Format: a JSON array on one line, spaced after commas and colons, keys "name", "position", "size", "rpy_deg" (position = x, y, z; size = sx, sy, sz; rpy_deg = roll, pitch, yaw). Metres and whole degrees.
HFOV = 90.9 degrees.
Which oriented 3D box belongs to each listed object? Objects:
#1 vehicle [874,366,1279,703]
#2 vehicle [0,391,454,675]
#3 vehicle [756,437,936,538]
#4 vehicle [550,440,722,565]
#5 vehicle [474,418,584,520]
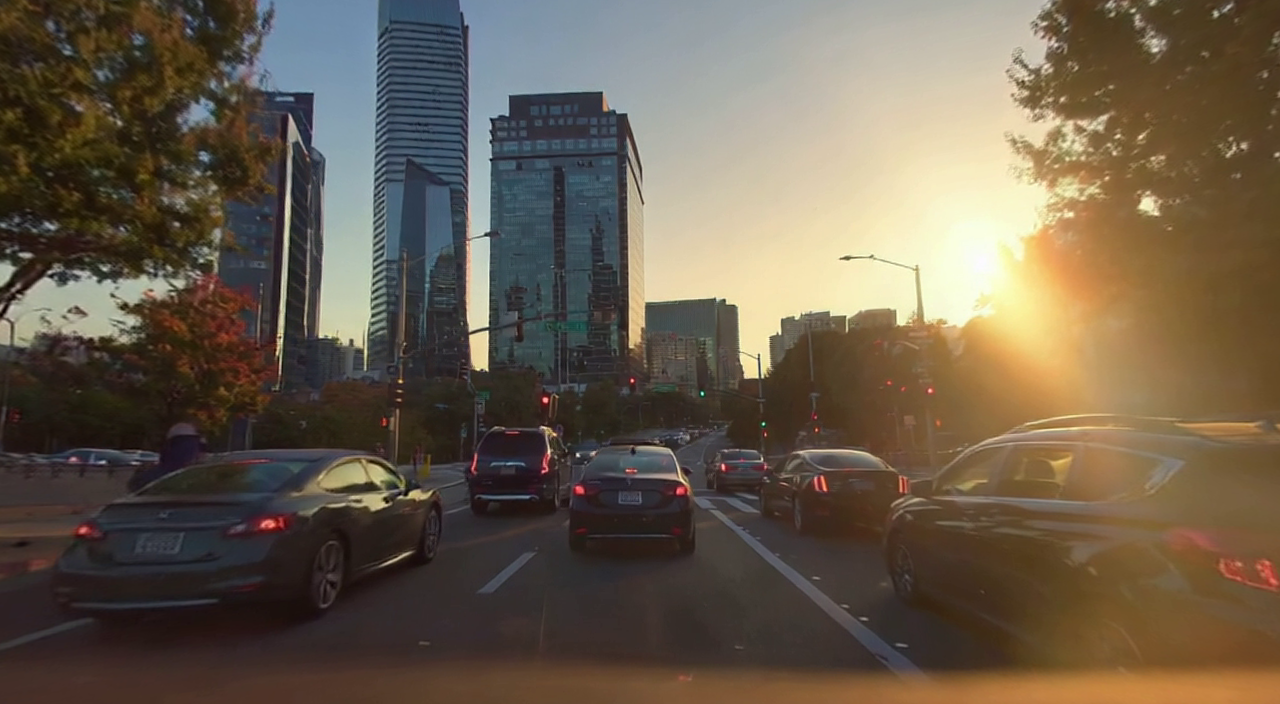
[{"name": "vehicle", "position": [3.352, 1.121, 3.920], "size": [2.179, 1.631, 4.173], "rpy_deg": [0, -8, 0]}, {"name": "vehicle", "position": [-3.461, 1.444, 6.196], "size": [2.046, 1.744, 4.407], "rpy_deg": [0, -8, -2]}, {"name": "vehicle", "position": [3.586, 2.426, 12.019], "size": [1.973, 1.537, 4.533], "rpy_deg": [0, -8, 1]}, {"name": "vehicle", "position": [-0.042, 2.059, 9.404], "size": [2.031, 1.461, 3.763], "rpy_deg": [0, -8, 0]}, {"name": "vehicle", "position": [-2.418, 2.641, 14.721], "size": [1.683, 2.039, 3.703], "rpy_deg": [-1, -8, 3]}]
